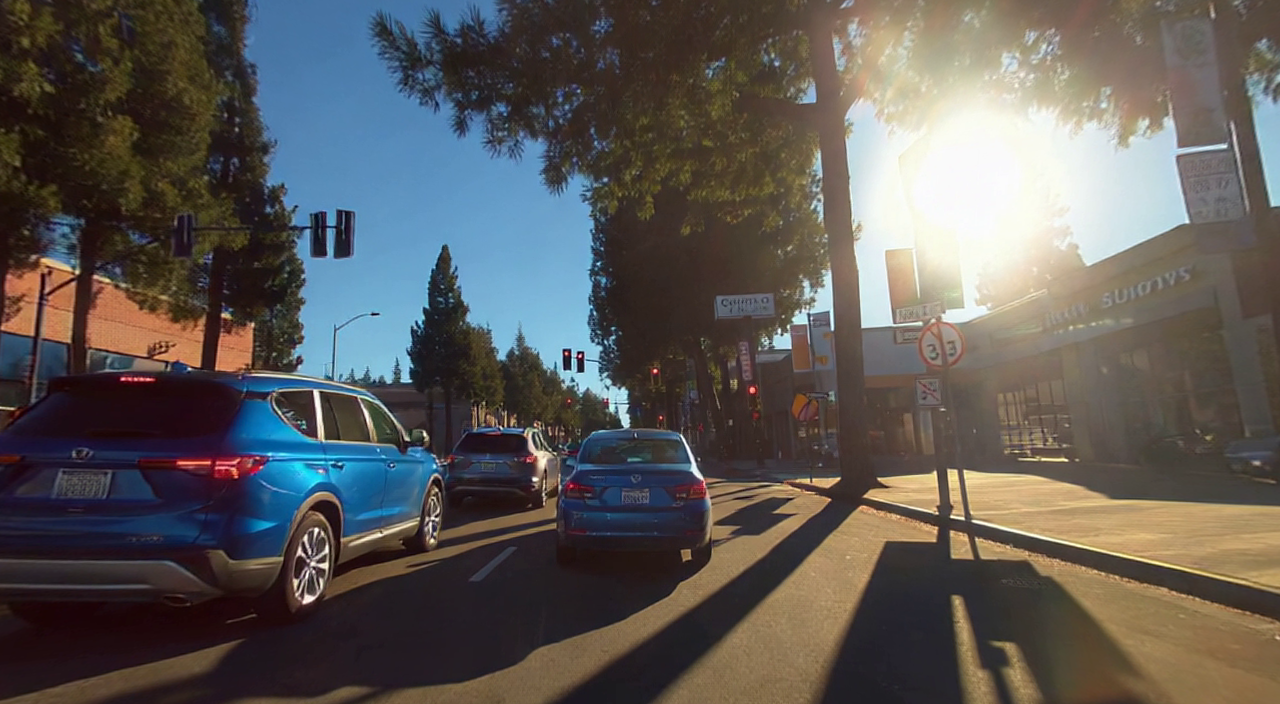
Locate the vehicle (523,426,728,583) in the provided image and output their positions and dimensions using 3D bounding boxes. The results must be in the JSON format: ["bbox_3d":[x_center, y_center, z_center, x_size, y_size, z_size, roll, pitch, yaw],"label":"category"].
[{"bbox_3d":[-0.169,1.781,8.184,1.966,1.481,4.146,0,-8,-1],"label":"vehicle"}]

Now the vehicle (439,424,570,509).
[{"bbox_3d":[-2.928,2.593,14.605,2.047,1.664,4.148,0,-8,1],"label":"vehicle"}]

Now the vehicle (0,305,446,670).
[{"bbox_3d":[-3.819,1.135,6.227,2.152,2.118,5.066,0,-8,0],"label":"vehicle"}]
